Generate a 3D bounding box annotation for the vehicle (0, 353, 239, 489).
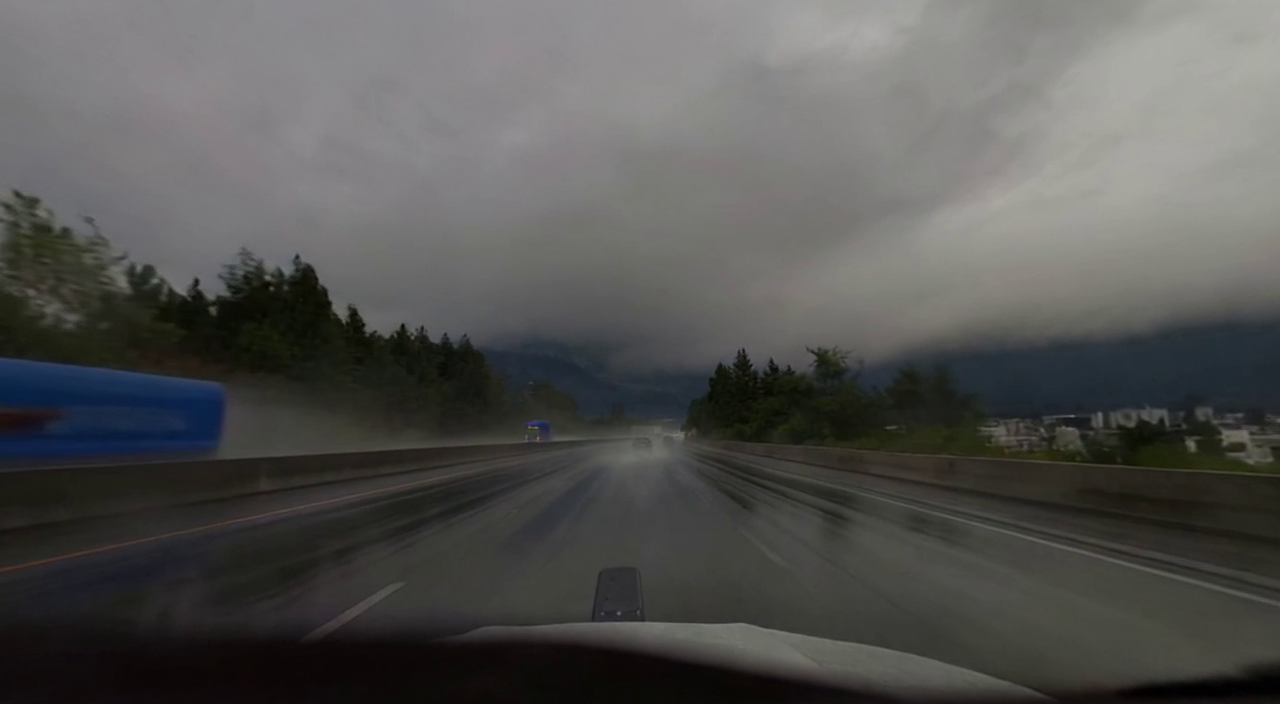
[{"bbox_3d":[-17.824,2.399,20.904,2.910,3.522,9.143,0,-8,0],"label":"vehicle"}]
